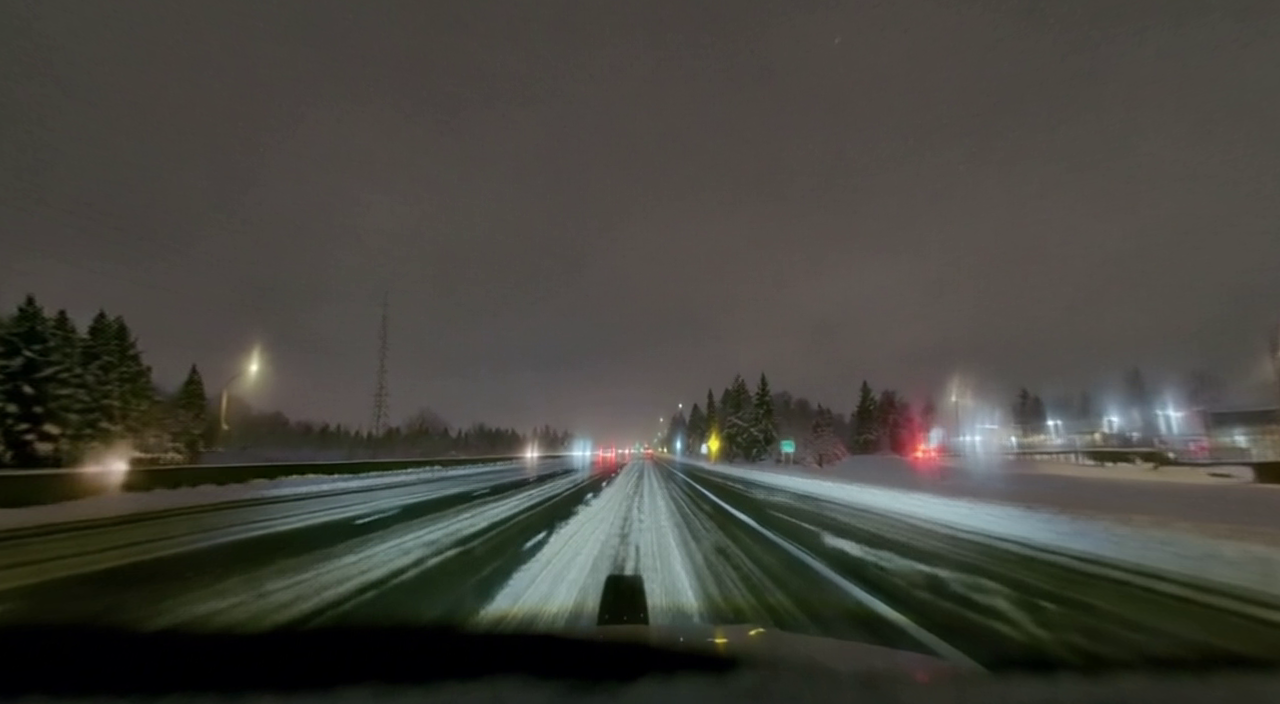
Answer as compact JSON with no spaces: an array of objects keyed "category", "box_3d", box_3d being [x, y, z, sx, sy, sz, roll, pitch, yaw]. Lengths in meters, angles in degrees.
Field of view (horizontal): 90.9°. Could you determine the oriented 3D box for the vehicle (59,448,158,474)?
[{"category":"vehicle","box_3d":[-38.722,7.921,46.194,2.144,1.739,5.749,0,-9,1]}]
